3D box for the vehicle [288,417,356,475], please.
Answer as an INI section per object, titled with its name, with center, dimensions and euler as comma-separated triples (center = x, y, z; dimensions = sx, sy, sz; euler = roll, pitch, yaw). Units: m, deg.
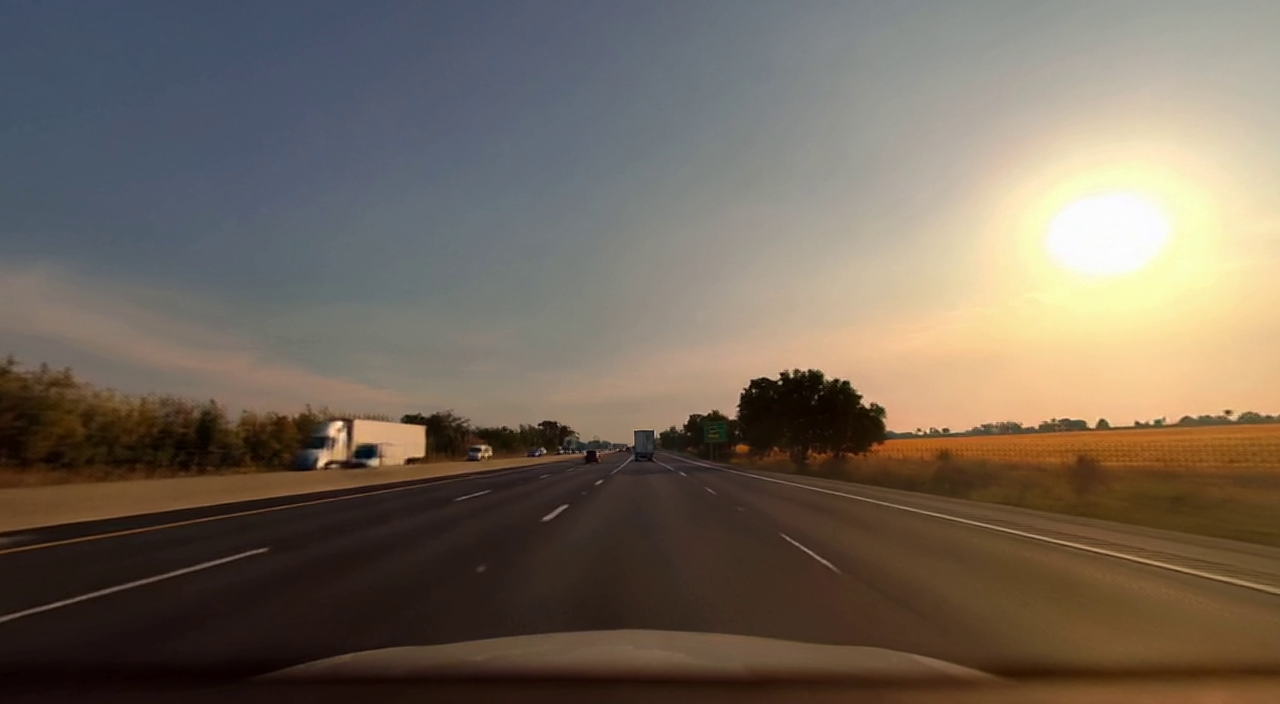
[vehicle]
center = -22.701, 6.759, 45.210
dimensions = 3.257, 3.998, 2.595
euler = 0, -9, 0
